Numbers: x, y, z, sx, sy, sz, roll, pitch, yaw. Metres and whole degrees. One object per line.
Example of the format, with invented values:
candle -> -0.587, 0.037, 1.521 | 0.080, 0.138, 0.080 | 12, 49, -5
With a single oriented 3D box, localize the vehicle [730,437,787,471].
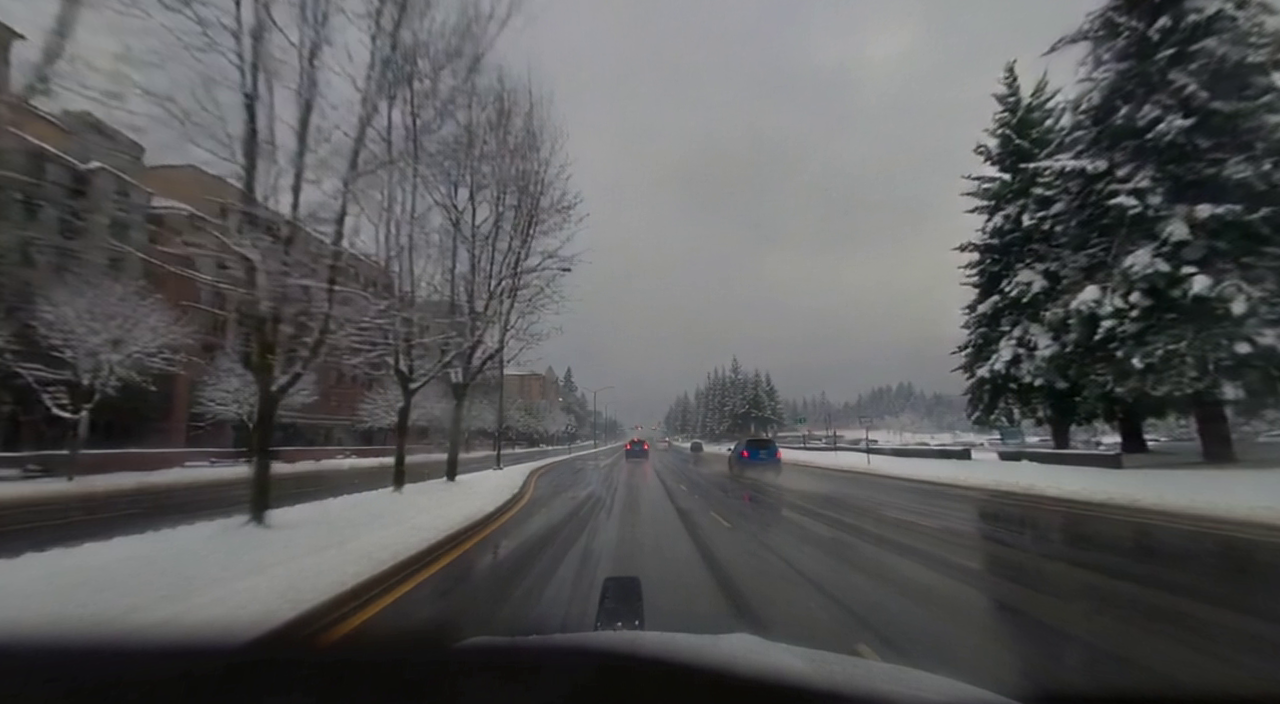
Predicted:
vehicle -> 6.556, 5.713, 35.422 | 2.136, 1.799, 4.796 | 0, -9, -2

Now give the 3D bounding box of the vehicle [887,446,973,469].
vehicle -> 19.069, 6.951, 41.536 | 4.683, 1.462, 1.995 | 0, -9, 0
